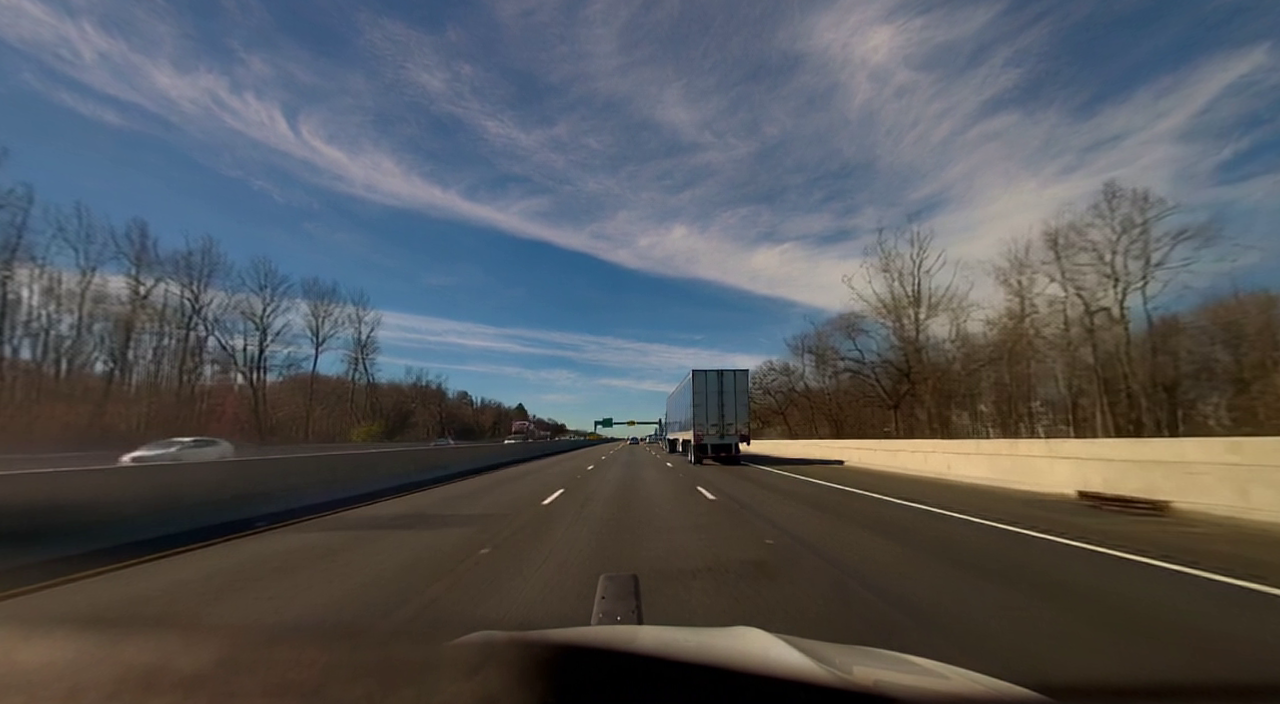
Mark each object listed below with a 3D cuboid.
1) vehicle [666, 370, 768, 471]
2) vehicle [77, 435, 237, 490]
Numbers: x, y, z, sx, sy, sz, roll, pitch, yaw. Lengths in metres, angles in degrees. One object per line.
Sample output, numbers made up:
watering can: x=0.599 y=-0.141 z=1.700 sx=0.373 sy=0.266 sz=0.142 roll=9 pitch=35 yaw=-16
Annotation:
vehicle: x=3.524 y=3.845 z=33.888 sx=2.979 sy=4.161 sz=15.508 roll=1 pitch=-7 yaw=-2
vehicle: x=-15.860 y=3.609 z=21.011 sx=1.890 sy=1.622 sz=4.373 roll=0 pitch=-8 yaw=0
